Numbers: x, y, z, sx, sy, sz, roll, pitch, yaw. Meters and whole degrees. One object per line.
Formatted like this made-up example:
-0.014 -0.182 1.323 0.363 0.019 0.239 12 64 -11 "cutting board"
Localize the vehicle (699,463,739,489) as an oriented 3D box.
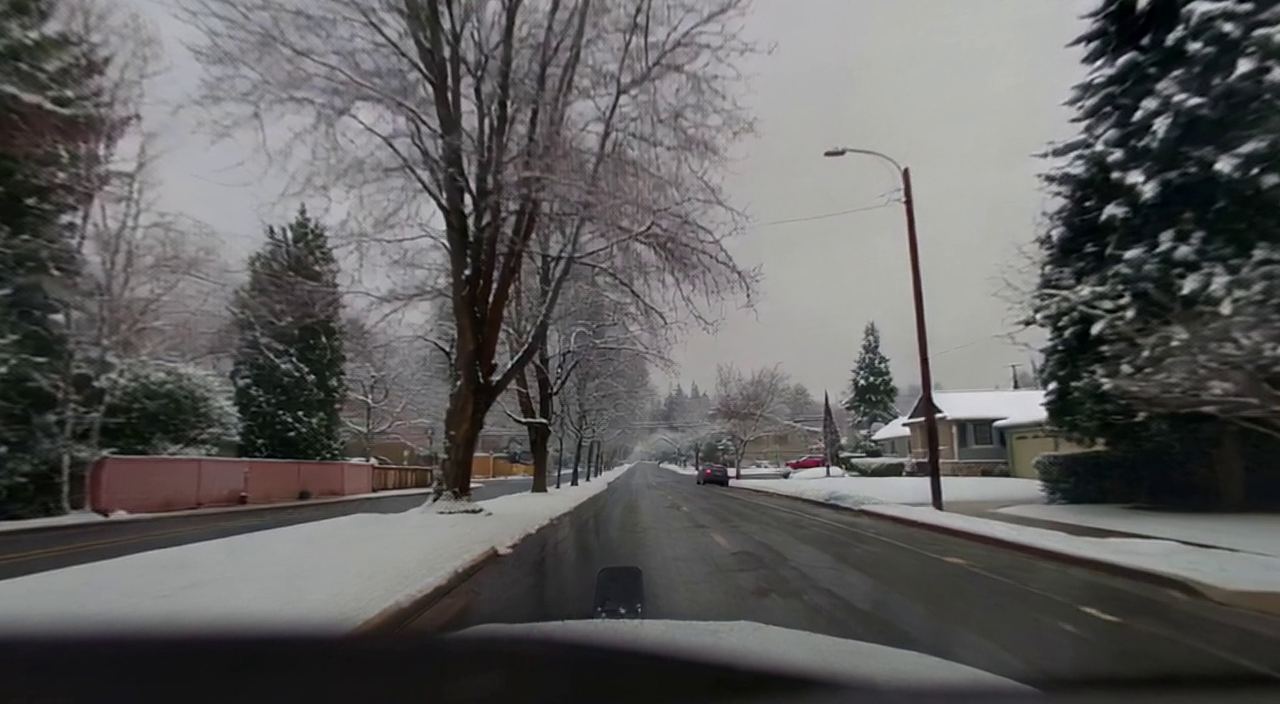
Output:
5.046 8.007 41.028 1.904 1.475 4.386 0 -8 -1 "vehicle"
